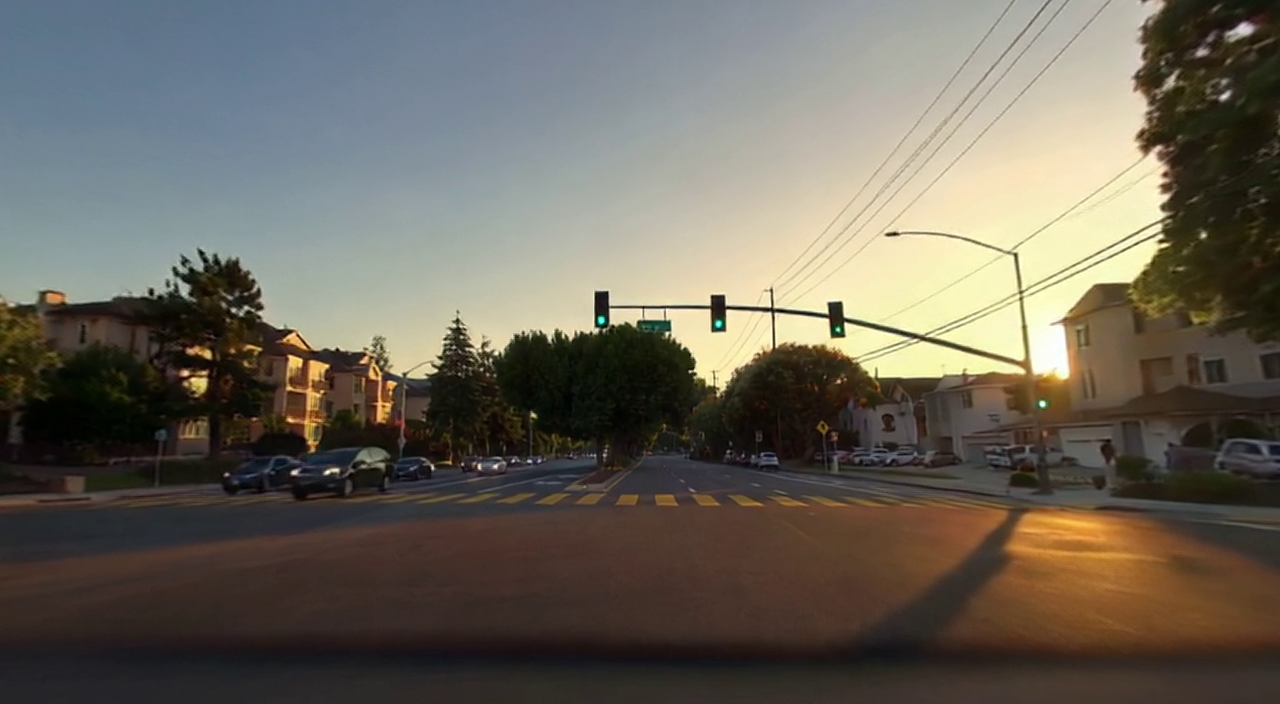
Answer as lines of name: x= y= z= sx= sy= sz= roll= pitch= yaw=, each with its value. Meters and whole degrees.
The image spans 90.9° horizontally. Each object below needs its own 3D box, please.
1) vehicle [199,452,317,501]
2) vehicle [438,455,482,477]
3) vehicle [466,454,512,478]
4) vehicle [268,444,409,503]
vehicle: x=-14.033 y=4.564 z=23.442 sx=1.783 sy=1.592 sz=3.978 roll=0 pitch=-8 yaw=1
vehicle: x=-13.556 y=8.610 z=47.707 sx=1.902 sy=1.470 sz=4.678 roll=0 pitch=-8 yaw=1
vehicle: x=-10.014 y=7.571 z=42.141 sx=1.899 sy=1.464 sz=4.418 roll=0 pitch=-8 yaw=2
vehicle: x=-10.575 y=4.254 z=22.734 sx=2.249 sy=1.825 sz=5.378 roll=0 pitch=-8 yaw=2
